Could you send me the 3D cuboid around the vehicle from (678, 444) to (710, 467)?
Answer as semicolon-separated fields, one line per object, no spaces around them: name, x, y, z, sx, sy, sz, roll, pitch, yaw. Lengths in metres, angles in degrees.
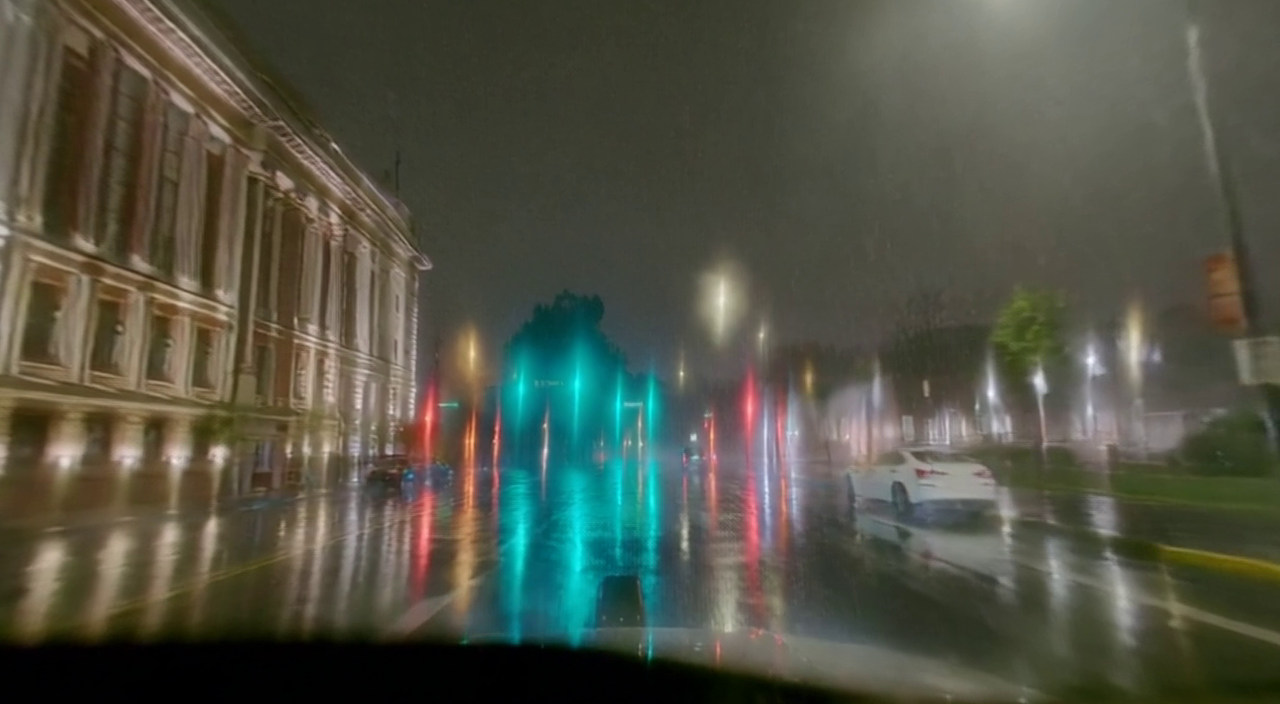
vehicle;3.913;7.348;44.995;2.085;1.530;4.125;-1;-8;7

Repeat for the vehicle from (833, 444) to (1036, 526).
vehicle;6.014;2.729;13.729;2.091;1.445;4.678;0;-8;-1

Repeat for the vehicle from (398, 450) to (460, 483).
vehicle;-12.759;6.909;38.525;2.011;1.668;5.474;-3;-8;-1

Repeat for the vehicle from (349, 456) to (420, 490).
vehicle;-12.569;5.970;31.389;1.767;1.455;4.389;0;-8;0
